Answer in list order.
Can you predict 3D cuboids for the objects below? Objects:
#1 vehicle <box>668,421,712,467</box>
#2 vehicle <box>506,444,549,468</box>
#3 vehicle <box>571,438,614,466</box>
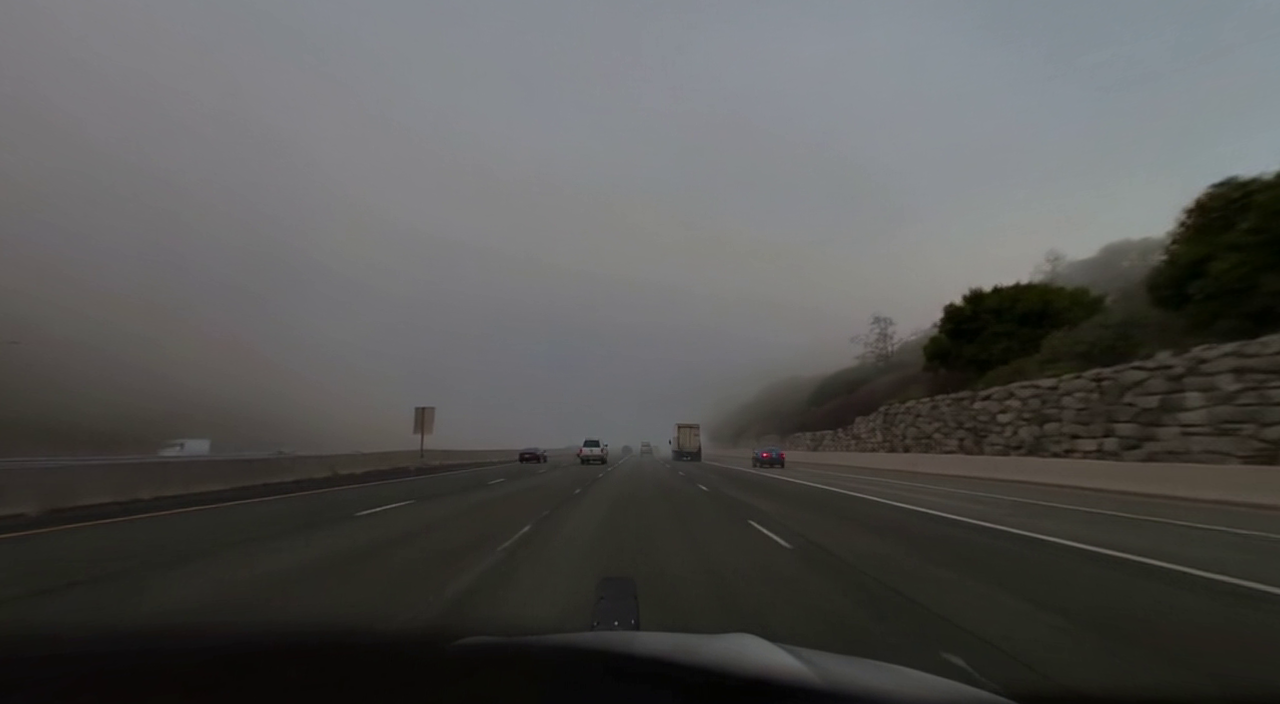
[{"bbox_3d":[3.664,6.953,47.902,2.795,3.187,7.205,0,-8,0],"label":"vehicle"},{"bbox_3d":[-7.612,7.078,43.088,2.102,1.522,4.394,0,-8,0],"label":"vehicle"},{"bbox_3d":[-3.573,7.678,48.754,2.720,2.041,5.432,0,-8,1],"label":"vehicle"}]
